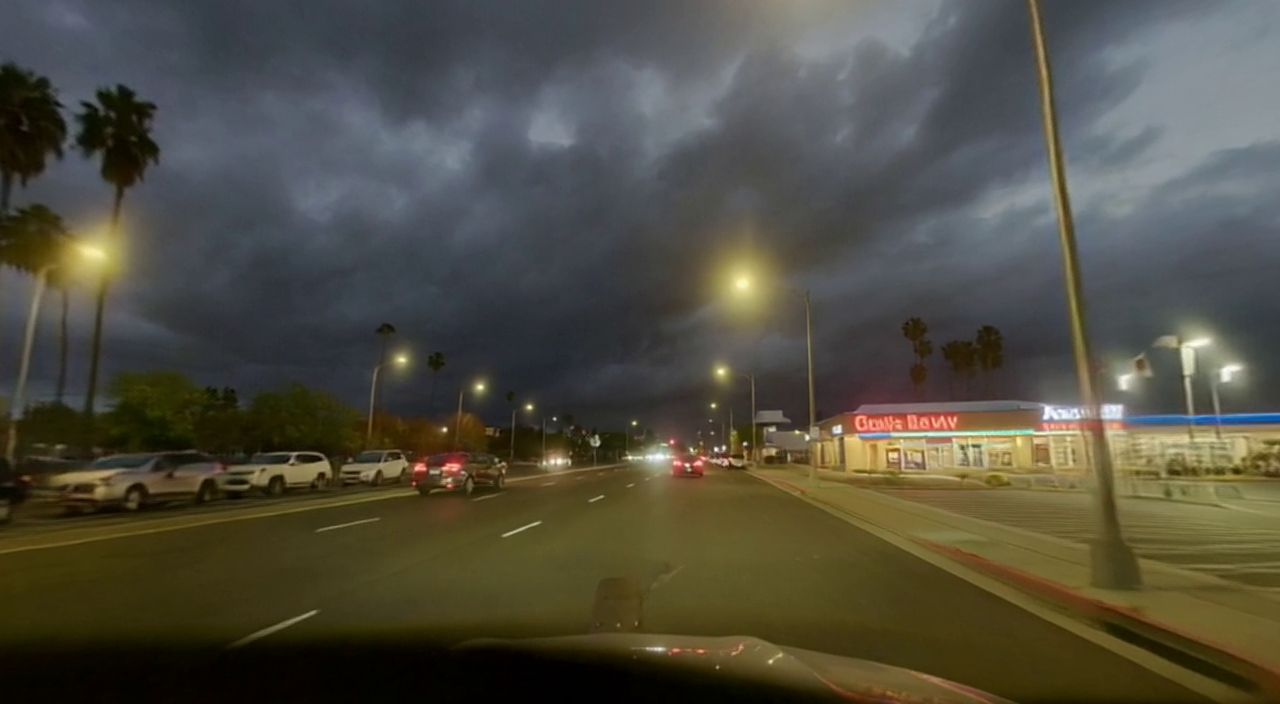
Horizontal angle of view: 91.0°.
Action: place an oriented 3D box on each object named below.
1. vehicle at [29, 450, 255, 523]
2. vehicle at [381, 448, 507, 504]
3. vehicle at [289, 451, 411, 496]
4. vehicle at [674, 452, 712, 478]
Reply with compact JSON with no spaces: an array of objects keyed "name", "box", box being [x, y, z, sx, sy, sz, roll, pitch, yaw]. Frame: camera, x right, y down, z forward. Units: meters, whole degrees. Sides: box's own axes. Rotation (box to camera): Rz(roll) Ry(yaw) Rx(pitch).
[{"name":"vehicle","box":[-11.606,3.106,15.137,1.776,1.448,4.137,-1,-9,6]},{"name":"vehicle","box":[-5.870,3.747,19.548,2.090,1.520,4.452,-1,-9,6]},{"name":"vehicle","box":[-10.796,4.520,23.914,1.981,1.493,4.721,-1,-9,6]},{"name":"vehicle","box":[3.398,7.097,39.700,2.139,1.461,4.918,-1,-9,8]}]
